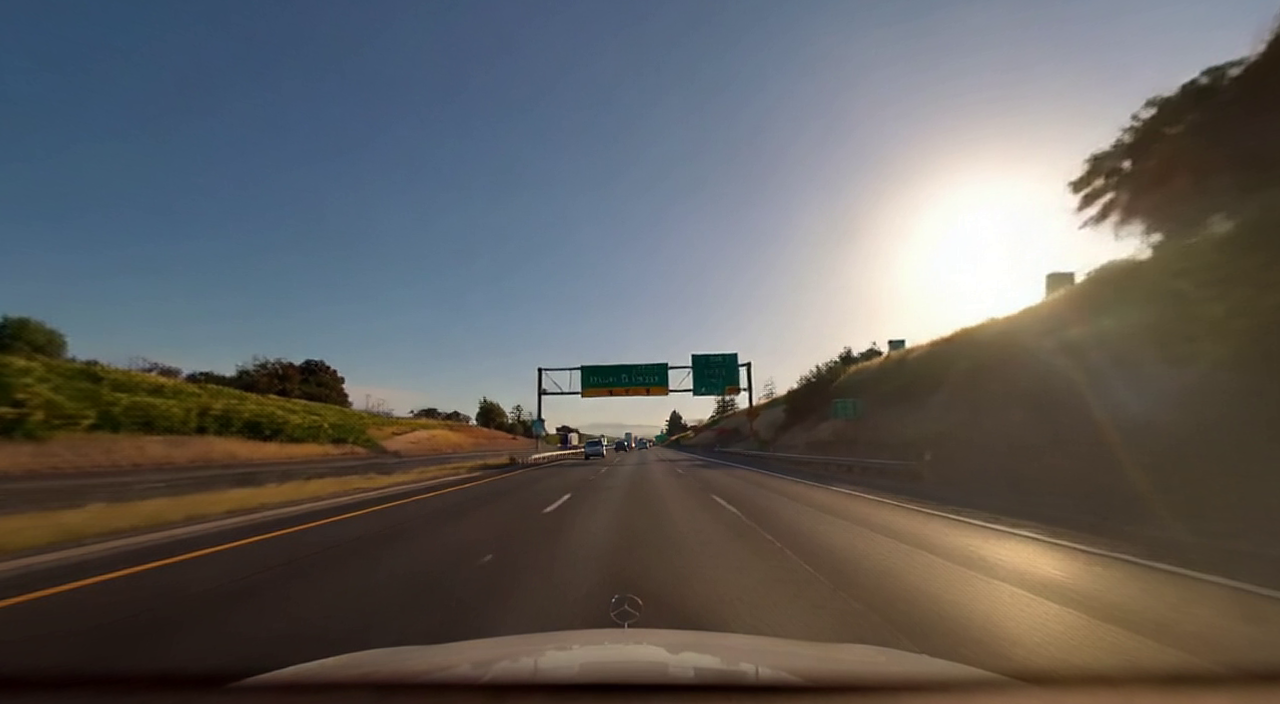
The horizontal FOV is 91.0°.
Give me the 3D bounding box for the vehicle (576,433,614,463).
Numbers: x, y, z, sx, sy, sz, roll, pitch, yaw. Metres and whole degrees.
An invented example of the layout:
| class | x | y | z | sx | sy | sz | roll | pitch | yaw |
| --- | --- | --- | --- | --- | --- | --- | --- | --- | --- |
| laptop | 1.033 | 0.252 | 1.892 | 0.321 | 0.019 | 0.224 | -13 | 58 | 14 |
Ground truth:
| class | x | y | z | sx | sy | sz | roll | pitch | yaw |
| --- | --- | --- | --- | --- | --- | --- | --- | --- | --- |
| vehicle | -3.194 | 6.898 | 45.403 | 2.286 | 2.011 | 4.452 | 0 | -8 | 1 |
